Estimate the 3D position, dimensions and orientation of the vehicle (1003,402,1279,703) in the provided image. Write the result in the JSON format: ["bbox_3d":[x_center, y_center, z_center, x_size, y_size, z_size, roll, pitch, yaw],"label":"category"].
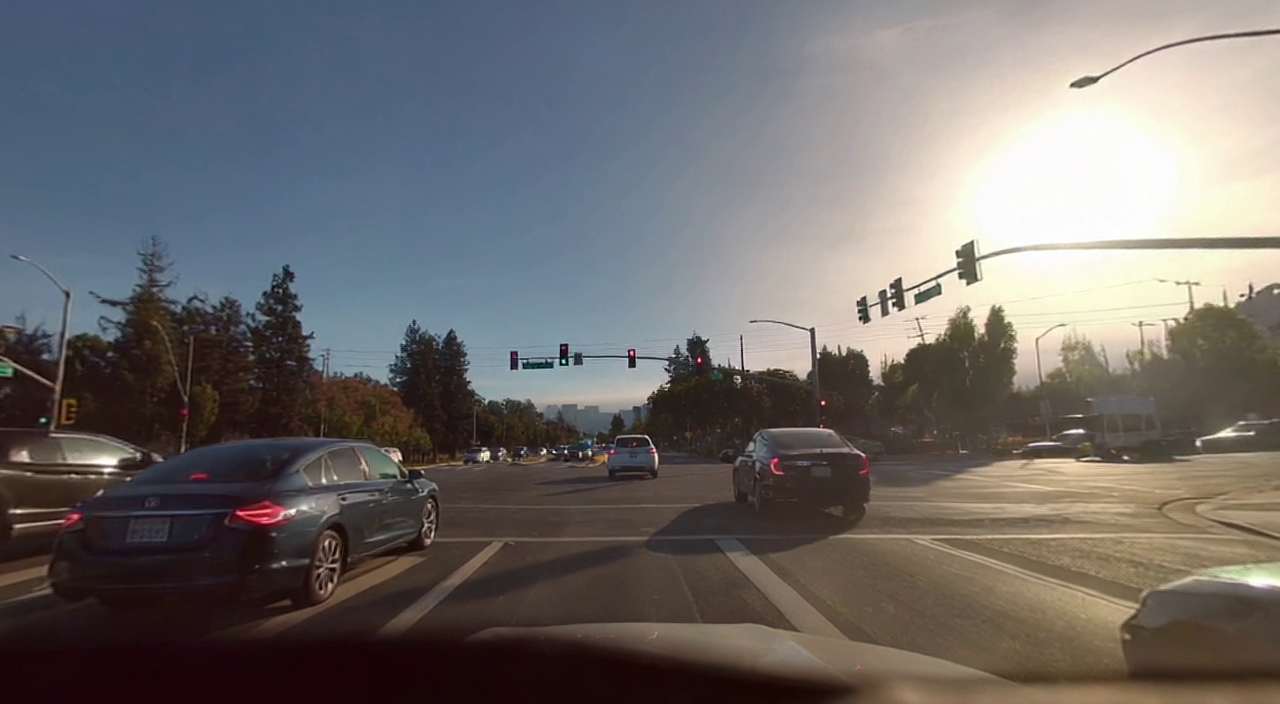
[{"bbox_3d":[3.147,0.814,1.510,1.960,1.460,4.233,0,-8,-1],"label":"vehicle"}]

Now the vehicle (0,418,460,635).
[{"bbox_3d":[-3.539,1.540,6.643,1.941,1.492,4.399,0,-8,1],"label":"vehicle"}]

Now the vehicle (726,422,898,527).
[{"bbox_3d":[3.171,2.361,12.746,2.097,1.707,4.461,0,-8,-1],"label":"vehicle"}]

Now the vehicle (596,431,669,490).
[{"bbox_3d":[-0.198,3.556,21.019,2.215,1.749,3.976,0,-8,1],"label":"vehicle"}]
